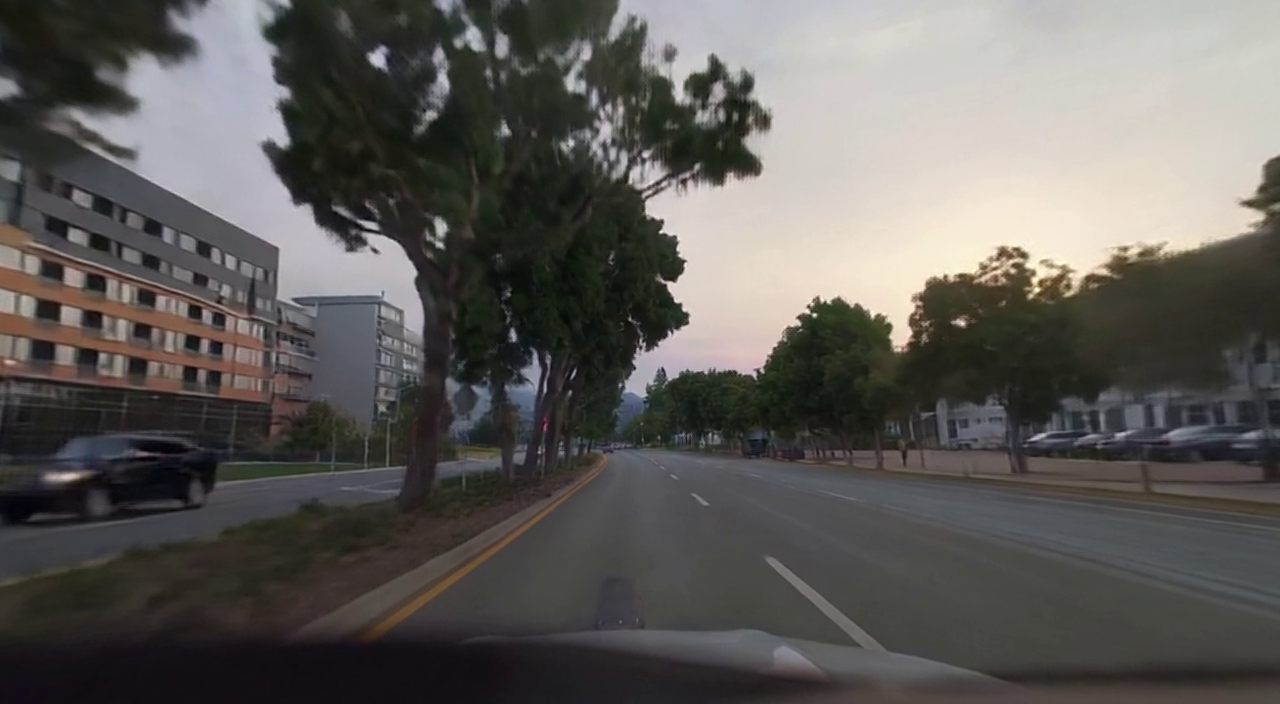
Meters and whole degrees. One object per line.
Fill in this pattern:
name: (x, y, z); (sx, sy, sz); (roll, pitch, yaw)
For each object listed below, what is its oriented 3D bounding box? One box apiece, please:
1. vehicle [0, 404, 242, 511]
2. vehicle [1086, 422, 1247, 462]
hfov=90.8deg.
vehicle: (-15.845, 3.230, 19.724); (2.725, 2.768, 6.120); (-1, -9, 0)
vehicle: (21.987, 3.806, 26.589); (4.739, 1.569, 2.097); (-1, -9, 4)
